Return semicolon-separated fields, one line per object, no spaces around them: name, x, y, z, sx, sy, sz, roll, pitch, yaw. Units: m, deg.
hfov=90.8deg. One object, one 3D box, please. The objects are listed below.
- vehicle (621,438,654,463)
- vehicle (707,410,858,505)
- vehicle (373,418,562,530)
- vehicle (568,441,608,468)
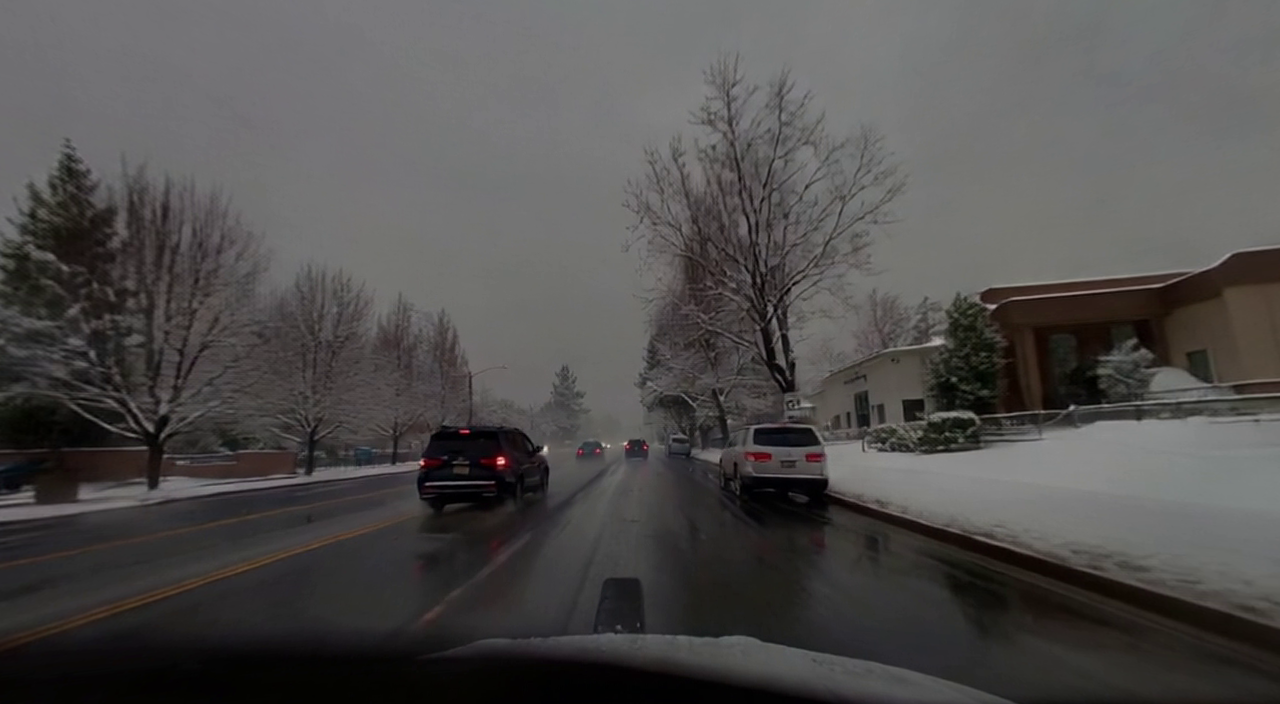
vehicle;-0.194;7.538;48.305;2.376;1.801;4.317;0;-9;0
vehicle;3.385;2.694;16.419;2.653;2.058;5.096;0;-9;-1
vehicle;-3.065;2.320;12.627;2.257;1.751;5.028;0;-9;1
vehicle;-3.179;6.414;39.725;2.167;1.634;4.220;0;-9;0
